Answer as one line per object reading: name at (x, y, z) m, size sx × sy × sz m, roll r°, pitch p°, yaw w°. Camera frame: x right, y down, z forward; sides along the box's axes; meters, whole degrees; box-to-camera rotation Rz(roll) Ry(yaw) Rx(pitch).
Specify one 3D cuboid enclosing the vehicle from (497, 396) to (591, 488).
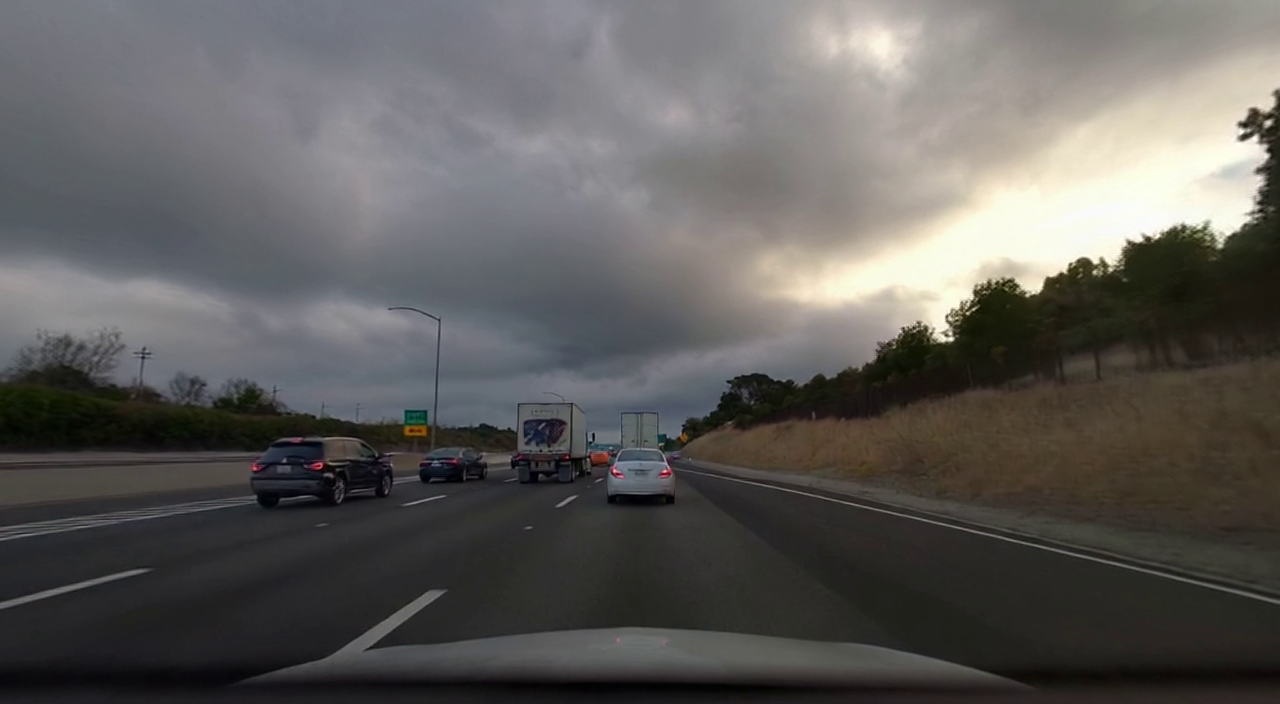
vehicle at (-3.789, 3.847, 26.811) m, size 2.812 × 3.342 × 7.248 m, roll -1°, pitch -9°, yaw 0°

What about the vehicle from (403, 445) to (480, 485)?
vehicle at (-8.039, 4.603, 25.919) m, size 1.880 × 1.512 × 3.758 m, roll -1°, pitch -9°, yaw 1°

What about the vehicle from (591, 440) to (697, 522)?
vehicle at (0.047, 2.689, 13.570) m, size 1.995 × 1.495 × 3.380 m, roll 0°, pitch -9°, yaw -1°

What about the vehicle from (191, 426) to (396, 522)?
vehicle at (-7.237, 2.587, 13.828) m, size 1.952 × 1.746 × 4.332 m, roll -1°, pitch -9°, yaw 1°
